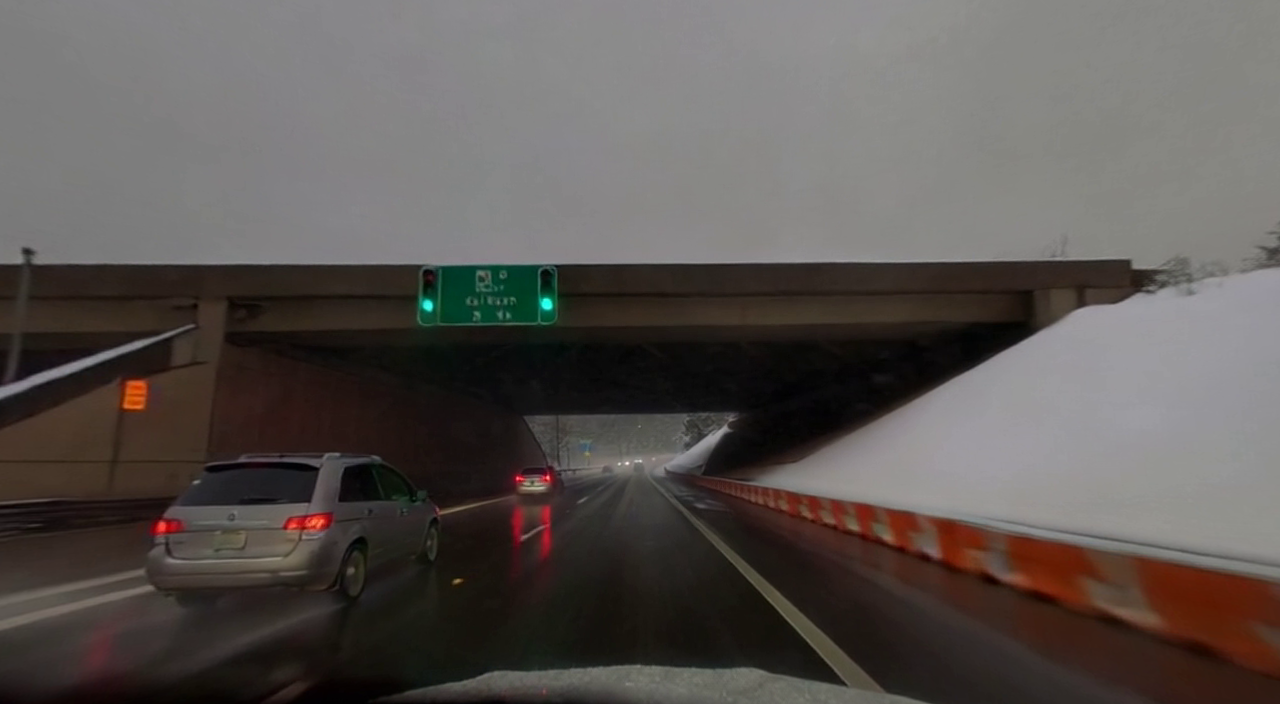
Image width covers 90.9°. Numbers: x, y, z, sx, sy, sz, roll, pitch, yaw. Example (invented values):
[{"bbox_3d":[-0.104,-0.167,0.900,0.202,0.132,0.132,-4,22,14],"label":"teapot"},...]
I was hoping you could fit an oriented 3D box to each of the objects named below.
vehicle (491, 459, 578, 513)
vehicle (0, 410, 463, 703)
[{"bbox_3d":[-3.169,4.147,19.771,1.992,1.466,3.690,1,-11,1],"label":"vehicle"},{"bbox_3d":[-3.228,1.452,5.110,2.023,1.507,5.082,1,-11,1],"label":"vehicle"}]
